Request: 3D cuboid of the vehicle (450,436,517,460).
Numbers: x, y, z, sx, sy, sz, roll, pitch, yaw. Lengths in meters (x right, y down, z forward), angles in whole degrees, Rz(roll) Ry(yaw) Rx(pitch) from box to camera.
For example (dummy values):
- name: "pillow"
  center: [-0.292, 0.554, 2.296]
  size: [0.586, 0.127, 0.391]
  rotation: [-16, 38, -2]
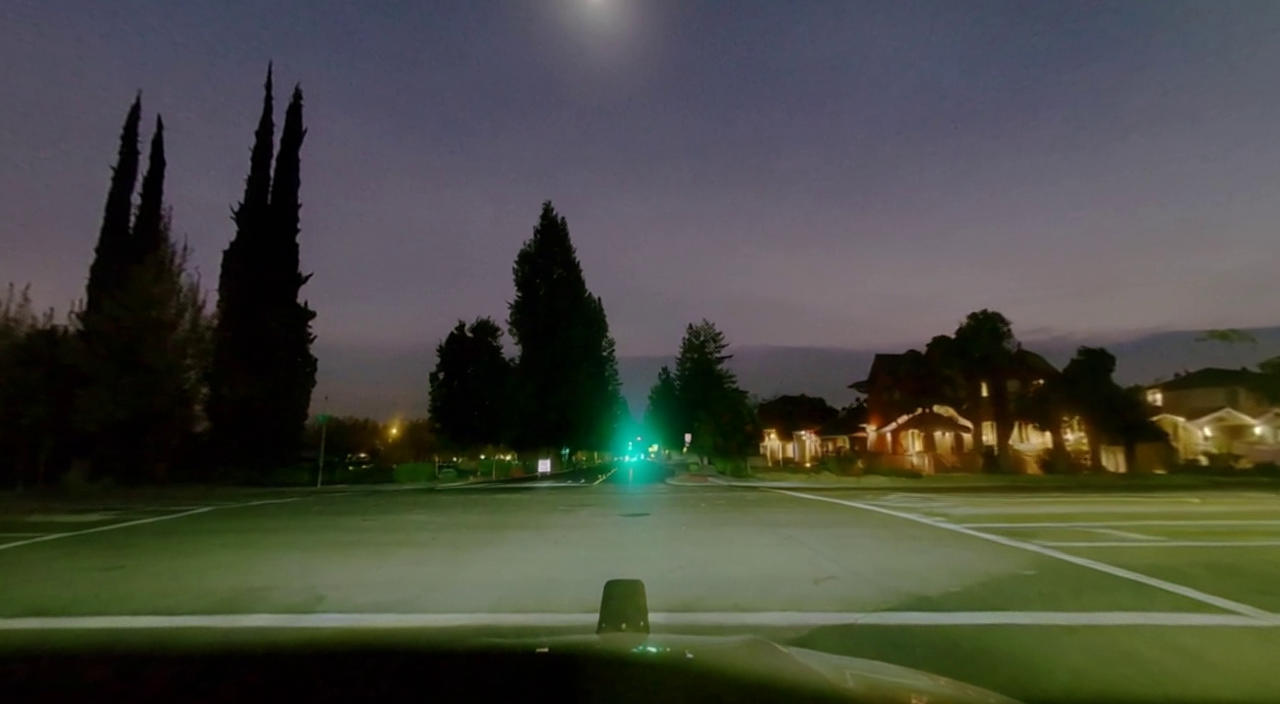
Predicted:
- name: "vehicle"
  center: [-12.075, 7.463, 48.856]
  size: [4.622, 1.782, 1.836]
  rotation: [0, -8, 0]
